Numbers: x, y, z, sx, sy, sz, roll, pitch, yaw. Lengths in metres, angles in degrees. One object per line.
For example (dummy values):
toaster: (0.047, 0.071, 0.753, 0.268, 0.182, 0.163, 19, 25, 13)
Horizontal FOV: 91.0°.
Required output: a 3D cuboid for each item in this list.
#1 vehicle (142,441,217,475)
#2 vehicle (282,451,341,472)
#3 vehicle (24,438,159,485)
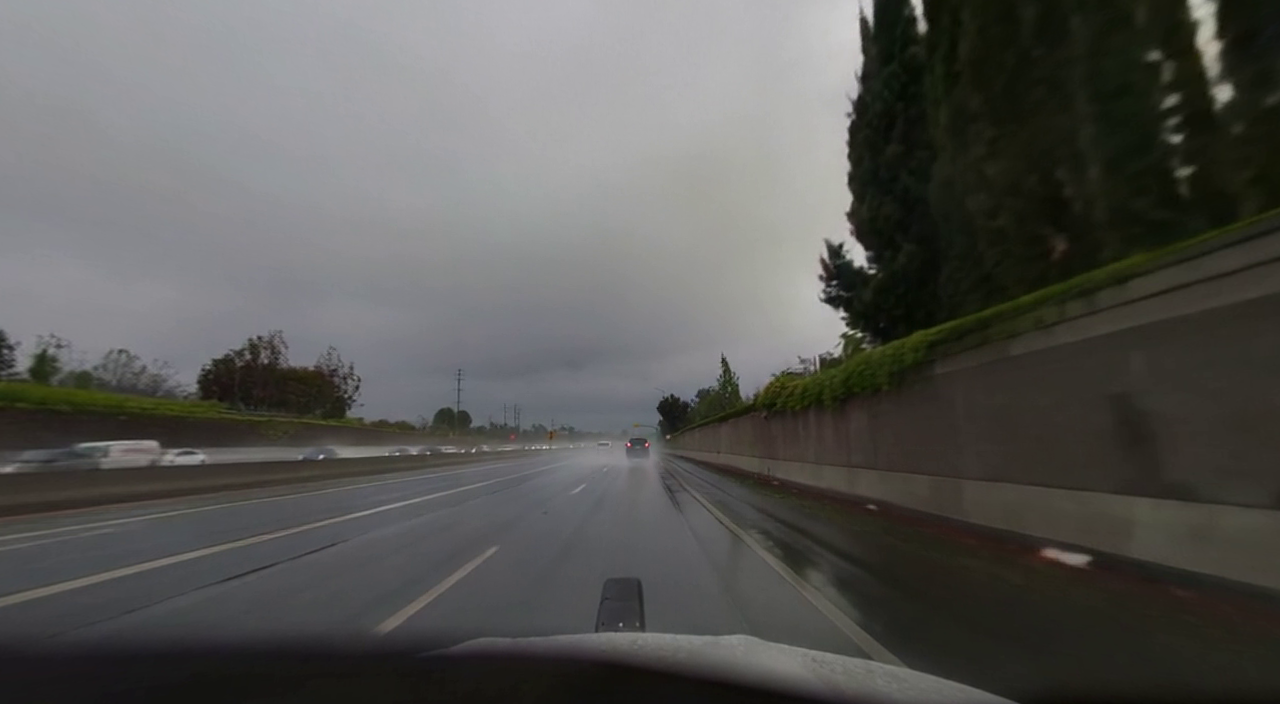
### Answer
vehicle: (-33.466, 7.684, 45.905, 2.249, 2.289, 4.150, 0, -9, 0)
vehicle: (-25.956, 8.631, 49.995, 2.033, 1.555, 4.737, 0, -9, 1)
vehicle: (-29.646, 5.911, 34.351, 2.279, 2.293, 5.544, 0, -9, 0)
